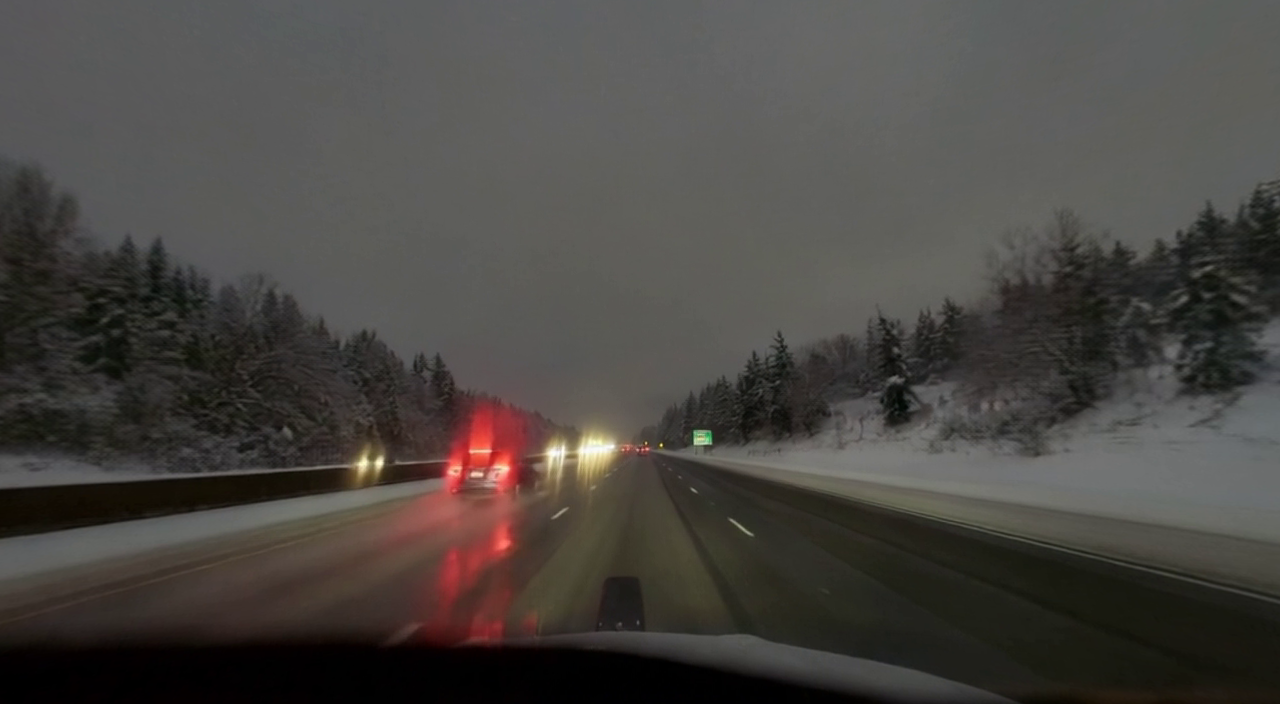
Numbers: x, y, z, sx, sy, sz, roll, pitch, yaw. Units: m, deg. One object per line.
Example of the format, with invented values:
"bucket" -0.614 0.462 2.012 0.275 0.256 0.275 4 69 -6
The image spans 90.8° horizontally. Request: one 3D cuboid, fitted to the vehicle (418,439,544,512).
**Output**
"vehicle" -3.688 2.950 15.513 1.979 1.521 4.147 0 -9 1
